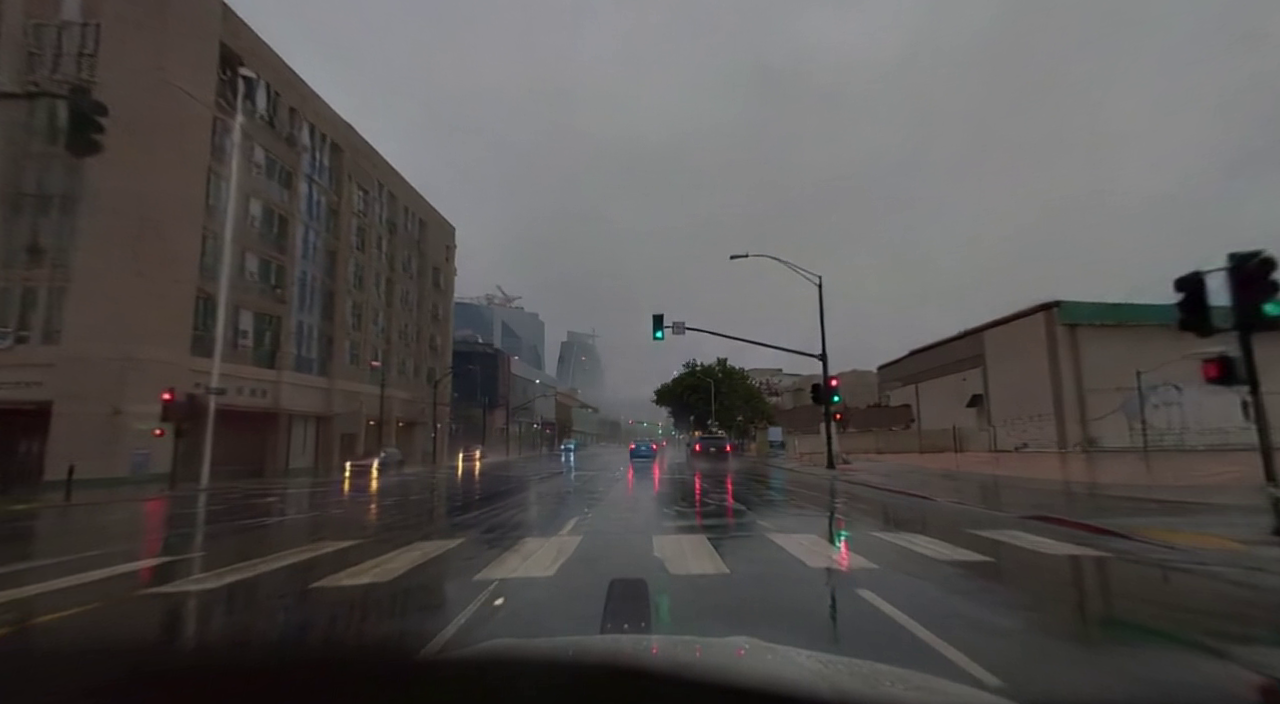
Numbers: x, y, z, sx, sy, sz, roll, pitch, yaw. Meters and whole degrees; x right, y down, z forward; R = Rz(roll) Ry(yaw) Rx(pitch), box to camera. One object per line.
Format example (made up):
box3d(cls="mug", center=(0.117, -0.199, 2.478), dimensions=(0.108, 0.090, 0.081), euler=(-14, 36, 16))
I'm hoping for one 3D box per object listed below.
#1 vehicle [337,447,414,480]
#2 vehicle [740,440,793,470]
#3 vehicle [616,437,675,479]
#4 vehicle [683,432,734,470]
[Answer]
box3d(cls="vehicle", center=(-13.740, 5.795, 33.115), dimensions=(1.984, 1.618, 4.568), euler=(0, -9, 1))
box3d(cls="vehicle", center=(7.020, 5.789, 35.475), dimensions=(1.961, 1.510, 4.707), euler=(0, -9, 0))
box3d(cls="vehicle", center=(0.197, 4.382, 26.332), dimensions=(2.245, 1.587, 4.094), euler=(0, -9, 0))
box3d(cls="vehicle", center=(3.692, 5.462, 34.828), dimensions=(2.159, 1.938, 4.836), euler=(0, -9, -1))
